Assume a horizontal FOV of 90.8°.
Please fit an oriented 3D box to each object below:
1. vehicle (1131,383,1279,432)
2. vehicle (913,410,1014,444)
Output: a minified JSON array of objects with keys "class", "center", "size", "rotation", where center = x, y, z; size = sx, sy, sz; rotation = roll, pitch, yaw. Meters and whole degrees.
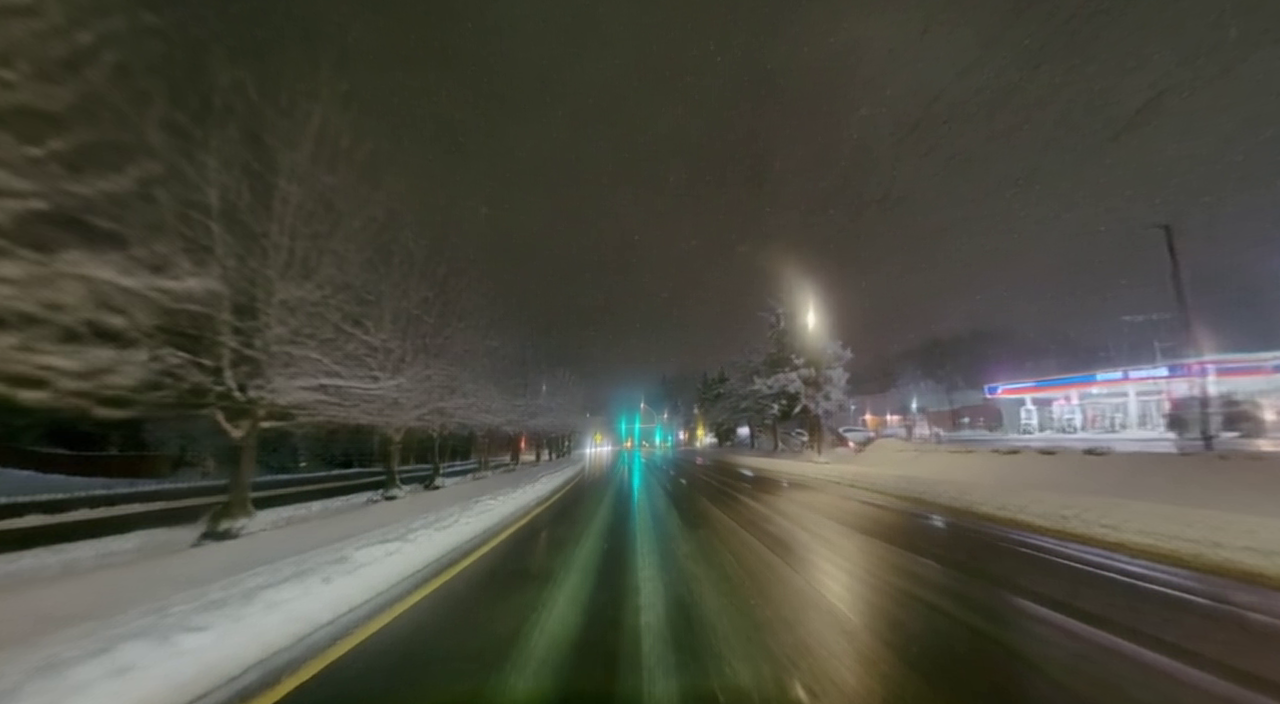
[{"class":"vehicle","center":[20.741,2.133,23.279],"size":[1.828,1.483,4.251],"rotation":[1,-9,-1]},{"class":"vehicle","center":[21.096,4.915,41.373],"size":[5.483,1.801,2.202],"rotation":[4,-8,0]}]
